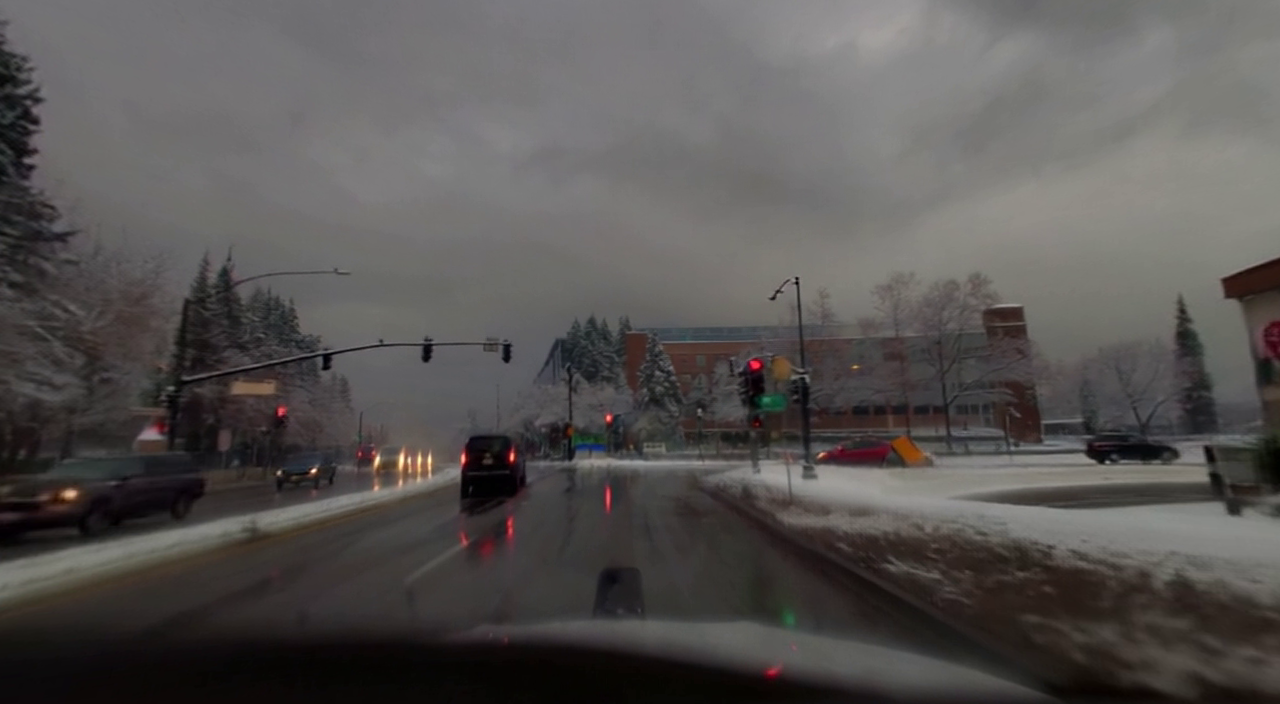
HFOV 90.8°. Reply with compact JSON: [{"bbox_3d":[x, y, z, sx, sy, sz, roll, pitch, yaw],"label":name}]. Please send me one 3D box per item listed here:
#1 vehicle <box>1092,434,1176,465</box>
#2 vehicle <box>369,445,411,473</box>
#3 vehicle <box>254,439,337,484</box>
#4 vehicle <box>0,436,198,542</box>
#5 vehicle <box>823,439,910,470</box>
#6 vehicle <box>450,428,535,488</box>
[{"bbox_3d":[34.333,6.781,43.980,4.439,1.764,2.259,5,-8,-13],"label":"vehicle"},{"bbox_3d":[-17.218,7.351,43.556,2.433,1.784,4.681,3,-10,-21],"label":"vehicle"},{"bbox_3d":[-18.797,5.991,34.877,2.555,2.199,5.958,2,-9,-14],"label":"vehicle"},{"bbox_3d":[-10.819,2.472,11.977,1.925,1.631,4.250,0,-9,-3],"label":"vehicle"},{"bbox_3d":[13.935,6.326,39.050,4.857,1.803,2.147,-3,-9,19],"label":"vehicle"},{"bbox_3d":[-4.973,3.667,22.021,2.134,1.799,5.082,0,-9,-5],"label":"vehicle"}]
